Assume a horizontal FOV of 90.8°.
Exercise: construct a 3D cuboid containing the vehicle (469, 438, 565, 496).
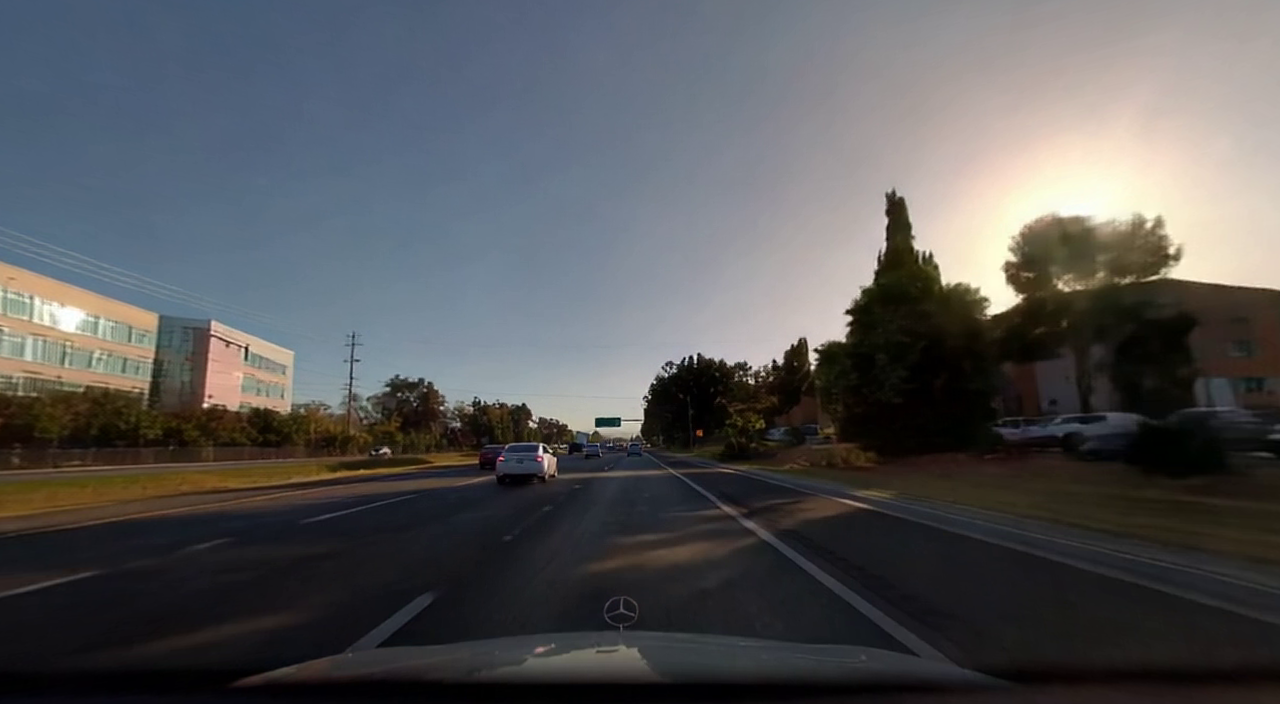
[{"bbox_3d":[-3.364,3.223,18.126,1.920,1.463,4.134,0,-8,0],"label":"vehicle"}]
